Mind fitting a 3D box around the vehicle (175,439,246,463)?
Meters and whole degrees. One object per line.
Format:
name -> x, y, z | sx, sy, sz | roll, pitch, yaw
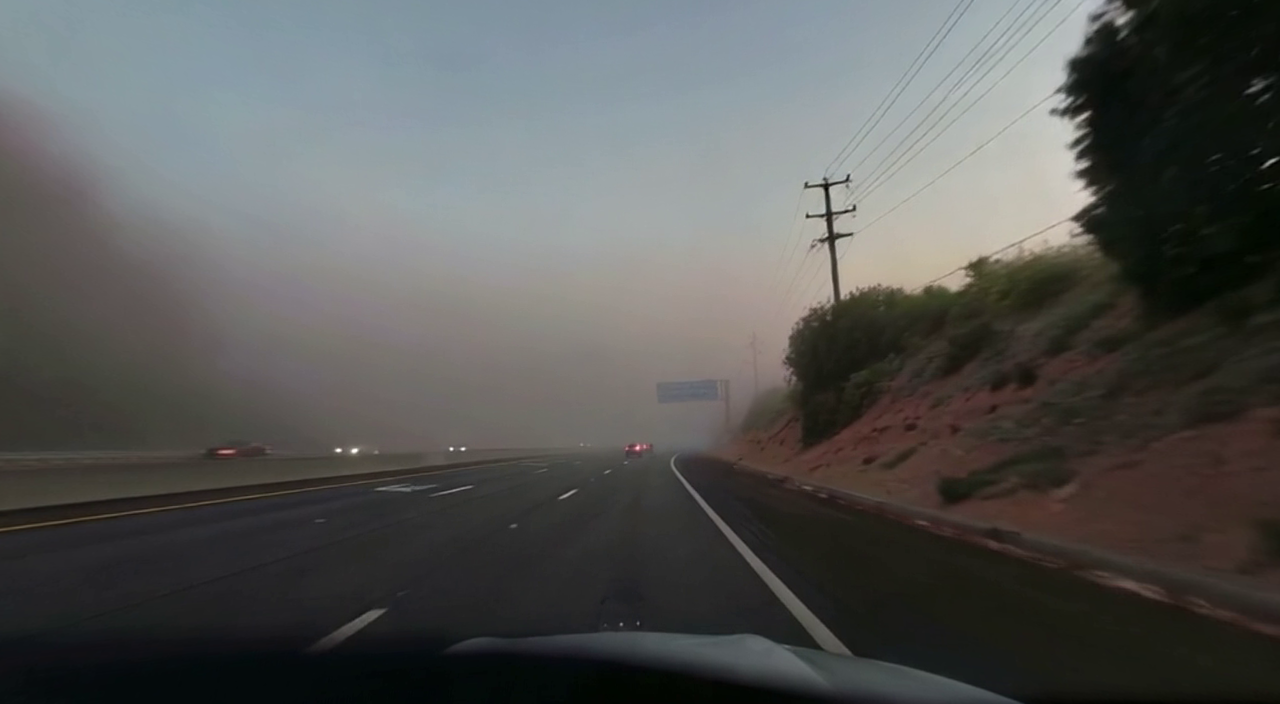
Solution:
vehicle -> -31.122, 7.208, 45.928 | 1.860, 1.648, 4.477 | -1, -9, 2
